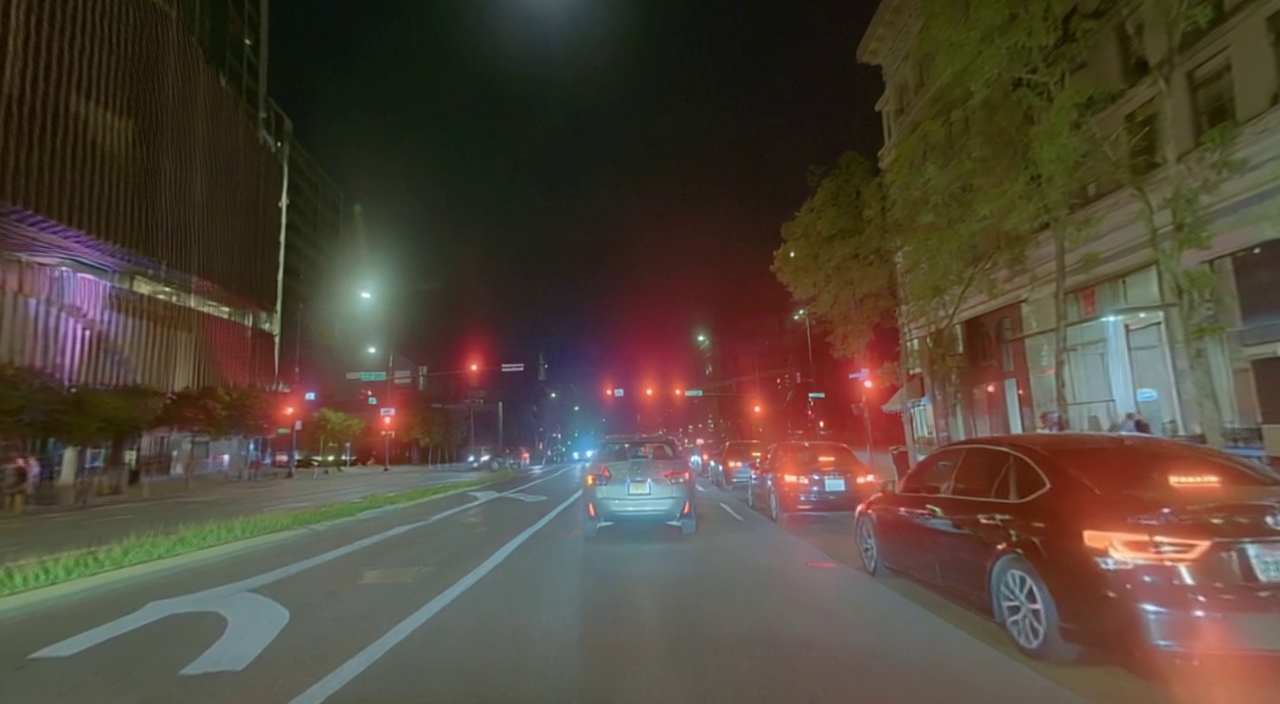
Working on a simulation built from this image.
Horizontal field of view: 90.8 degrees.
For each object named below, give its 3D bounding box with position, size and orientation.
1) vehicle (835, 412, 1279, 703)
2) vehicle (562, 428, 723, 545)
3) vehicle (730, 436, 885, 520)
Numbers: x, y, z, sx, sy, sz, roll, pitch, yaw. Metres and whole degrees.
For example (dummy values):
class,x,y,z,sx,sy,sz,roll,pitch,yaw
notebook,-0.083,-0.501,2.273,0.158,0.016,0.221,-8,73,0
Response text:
class,x,y,z,sx,sy,sz,roll,pitch,yaw
vehicle,3.239,1.325,4.963,1.912,1.454,4.537,0,-9,-1
vehicle,0.009,2.081,10.410,2.118,1.512,4.013,0,-9,-1
vehicle,3.340,2.606,13.643,1.996,1.469,4.495,0,-9,-1
